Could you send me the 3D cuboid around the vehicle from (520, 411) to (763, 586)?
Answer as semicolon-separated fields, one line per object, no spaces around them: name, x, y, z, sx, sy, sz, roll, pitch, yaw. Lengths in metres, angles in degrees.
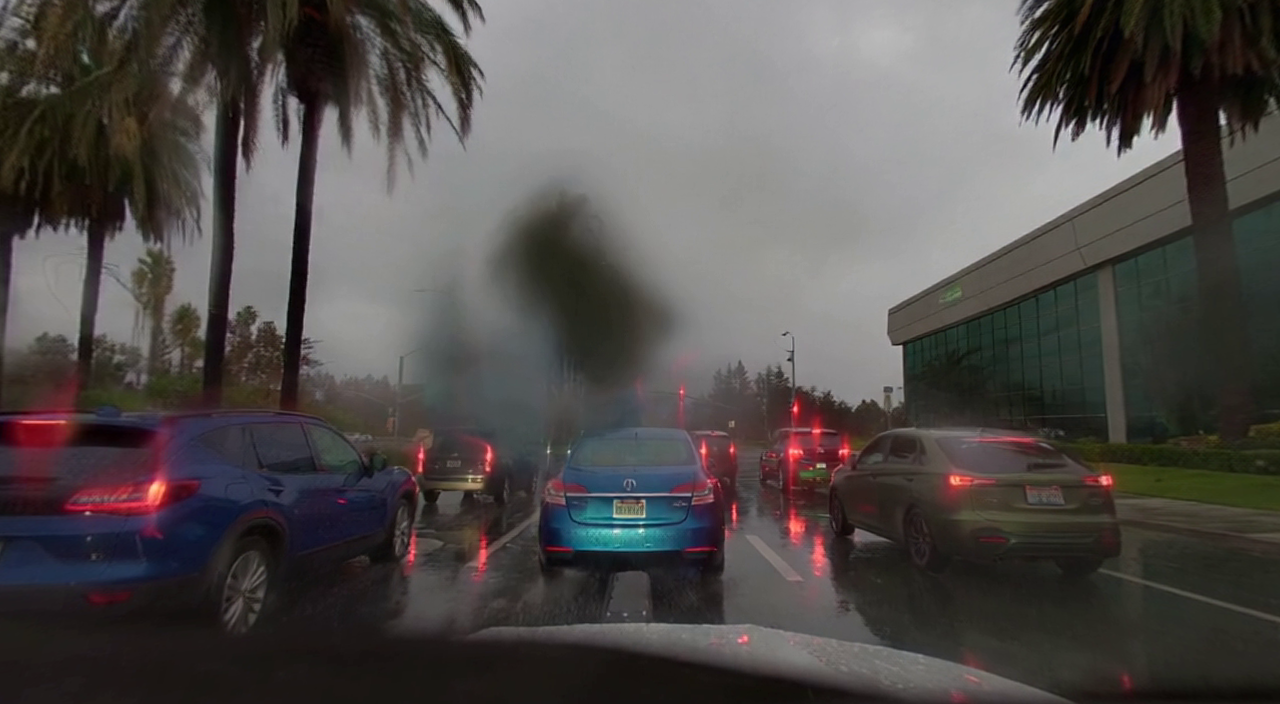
vehicle;-0.037;1.668;8.004;2.219;1.586;4.321;0;-8;-1

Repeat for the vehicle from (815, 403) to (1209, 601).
vehicle;3.842;1.626;7.727;2.064;1.696;4.431;0;-8;-1

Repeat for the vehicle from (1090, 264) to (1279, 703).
vehicle;2.983;0.436;0.305;2.117;1.879;4.715;0;-8;2

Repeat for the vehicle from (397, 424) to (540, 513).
vehicle;-3.460;2.422;13.523;1.917;1.631;3.768;0;-8;1

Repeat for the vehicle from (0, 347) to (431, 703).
vehicle;-3.541;1.175;5.396;2.014;1.775;4.404;0;-8;-1
